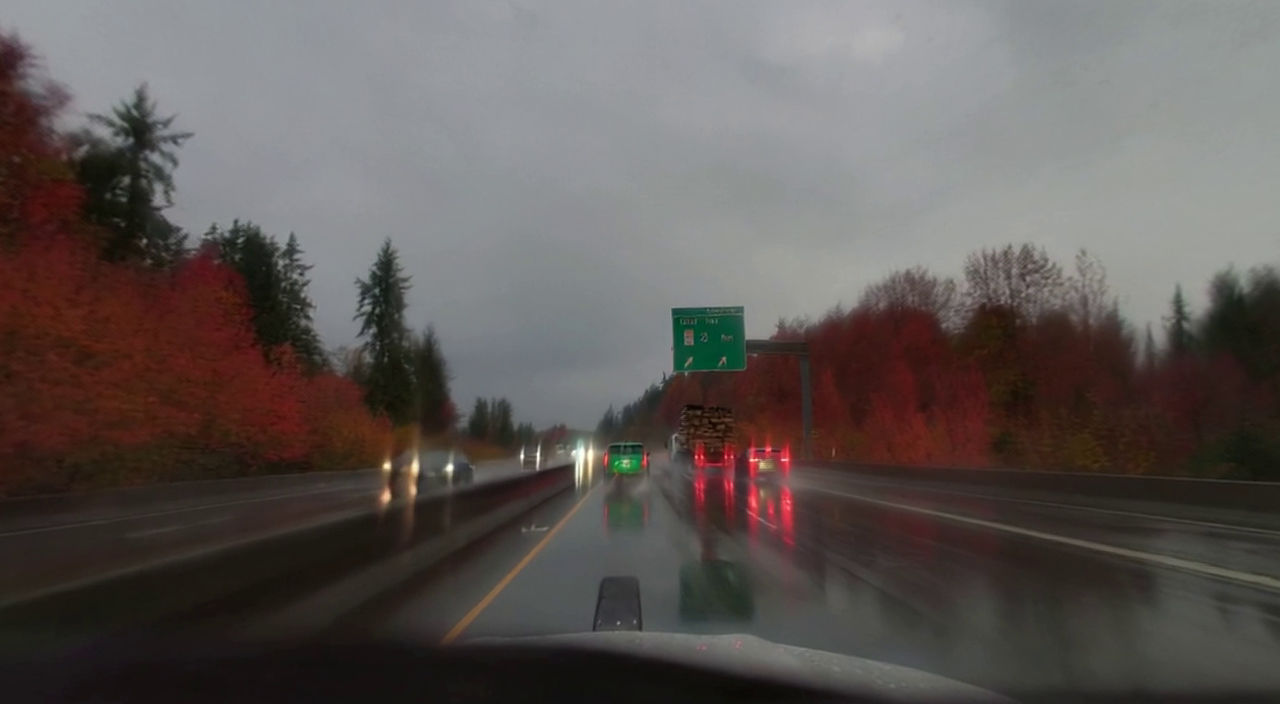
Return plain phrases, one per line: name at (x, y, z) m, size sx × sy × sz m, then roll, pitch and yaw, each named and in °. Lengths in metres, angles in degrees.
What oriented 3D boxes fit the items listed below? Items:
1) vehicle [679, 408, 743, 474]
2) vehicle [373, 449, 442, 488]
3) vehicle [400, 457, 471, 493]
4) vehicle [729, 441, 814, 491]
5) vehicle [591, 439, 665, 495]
vehicle at (4.514, 5.947, 41.835) m, size 3.125 × 3.895 × 8.461 m, roll 0°, pitch -9°, yaw -1°
vehicle at (-13.379, 6.691, 36.400) m, size 2.215 × 2.079 × 4.694 m, roll 0°, pitch -9°, yaw 0°
vehicle at (-9.514, 5.728, 29.525) m, size 1.859 × 1.489 × 4.299 m, roll -1°, pitch -9°, yaw 0°
vehicle at (4.772, 4.192, 23.461) m, size 2.057 × 1.660 × 4.525 m, roll 0°, pitch -9°, yaw -2°
vehicle at (-0.397, 3.842, 21.262) m, size 2.263 × 1.699 × 3.936 m, roll 0°, pitch -9°, yaw -1°
